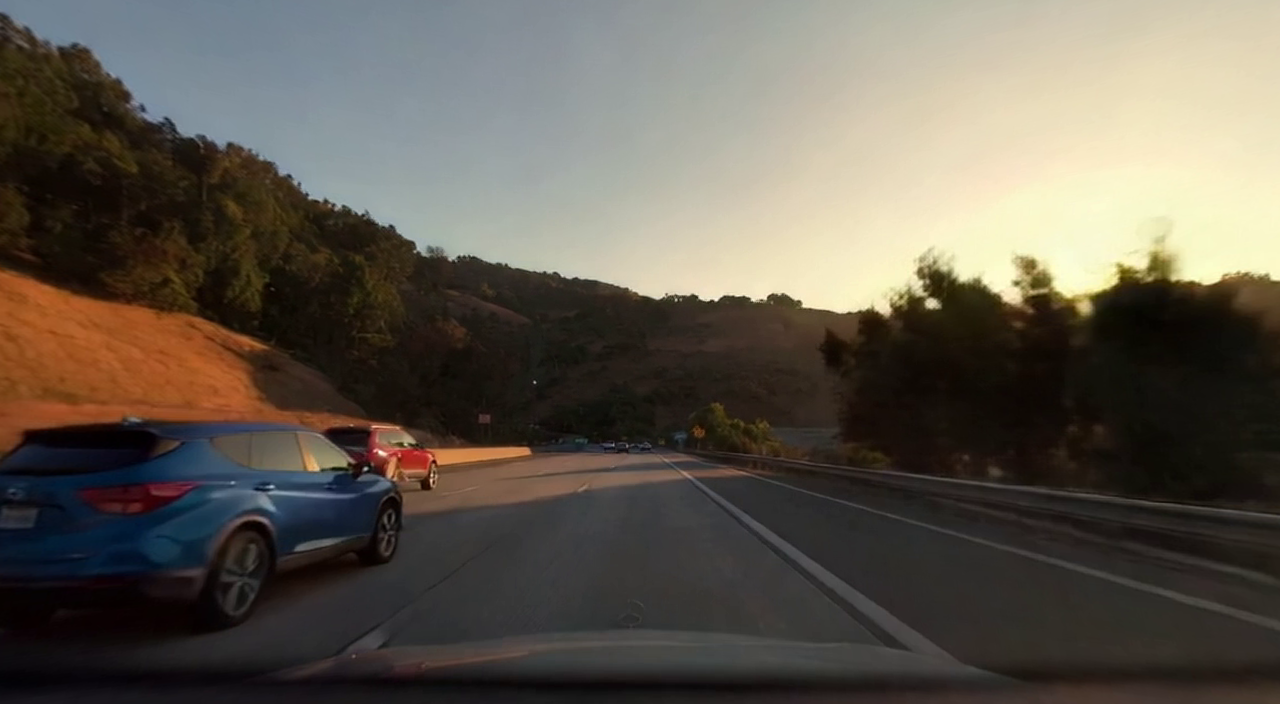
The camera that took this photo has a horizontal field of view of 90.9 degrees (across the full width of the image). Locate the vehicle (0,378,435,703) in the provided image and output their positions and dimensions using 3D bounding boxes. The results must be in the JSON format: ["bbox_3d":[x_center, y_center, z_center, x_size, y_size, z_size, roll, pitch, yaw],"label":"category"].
[{"bbox_3d":[-3.469,1.279,5.308,1.983,1.663,4.290,0,-9,0],"label":"vehicle"}]
